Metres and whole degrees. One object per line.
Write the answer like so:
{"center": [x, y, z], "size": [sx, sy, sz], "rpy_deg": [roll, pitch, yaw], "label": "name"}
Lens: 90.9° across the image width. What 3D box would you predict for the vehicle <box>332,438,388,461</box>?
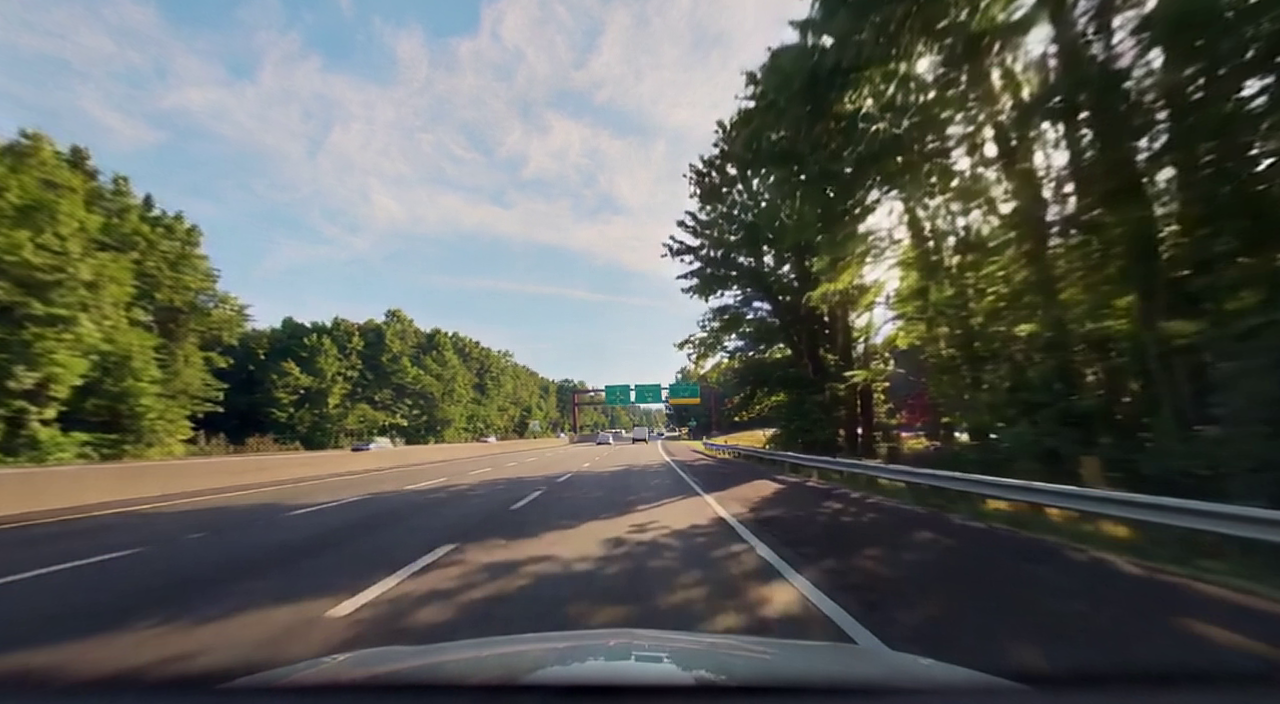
{"center": [-19.341, 6.734, 43.768], "size": [1.855, 1.478, 4.328], "rpy_deg": [0, -7, 1], "label": "vehicle"}
